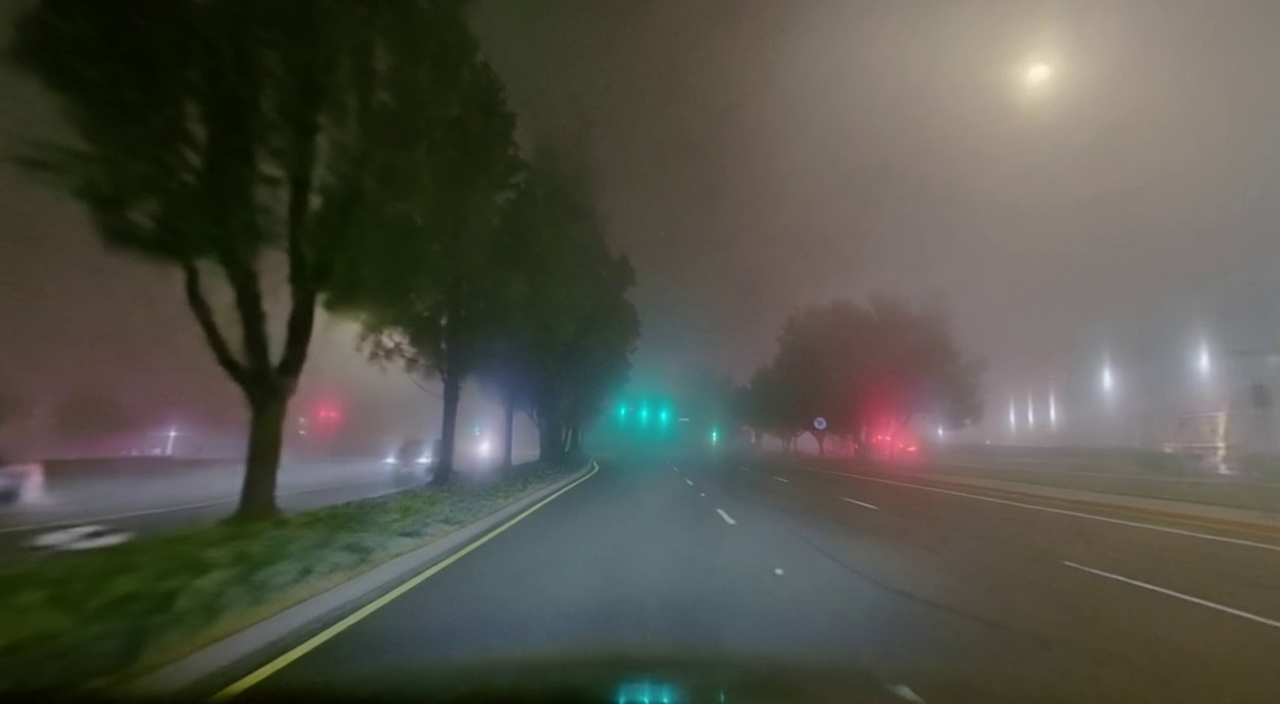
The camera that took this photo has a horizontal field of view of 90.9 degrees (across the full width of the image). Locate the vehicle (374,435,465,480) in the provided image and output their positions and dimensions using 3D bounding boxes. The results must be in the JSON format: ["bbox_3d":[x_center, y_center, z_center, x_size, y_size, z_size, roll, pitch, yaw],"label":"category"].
[{"bbox_3d":[-8.246,3.986,24.044,1.936,1.525,4.214,0,-8,0],"label":"vehicle"}]
